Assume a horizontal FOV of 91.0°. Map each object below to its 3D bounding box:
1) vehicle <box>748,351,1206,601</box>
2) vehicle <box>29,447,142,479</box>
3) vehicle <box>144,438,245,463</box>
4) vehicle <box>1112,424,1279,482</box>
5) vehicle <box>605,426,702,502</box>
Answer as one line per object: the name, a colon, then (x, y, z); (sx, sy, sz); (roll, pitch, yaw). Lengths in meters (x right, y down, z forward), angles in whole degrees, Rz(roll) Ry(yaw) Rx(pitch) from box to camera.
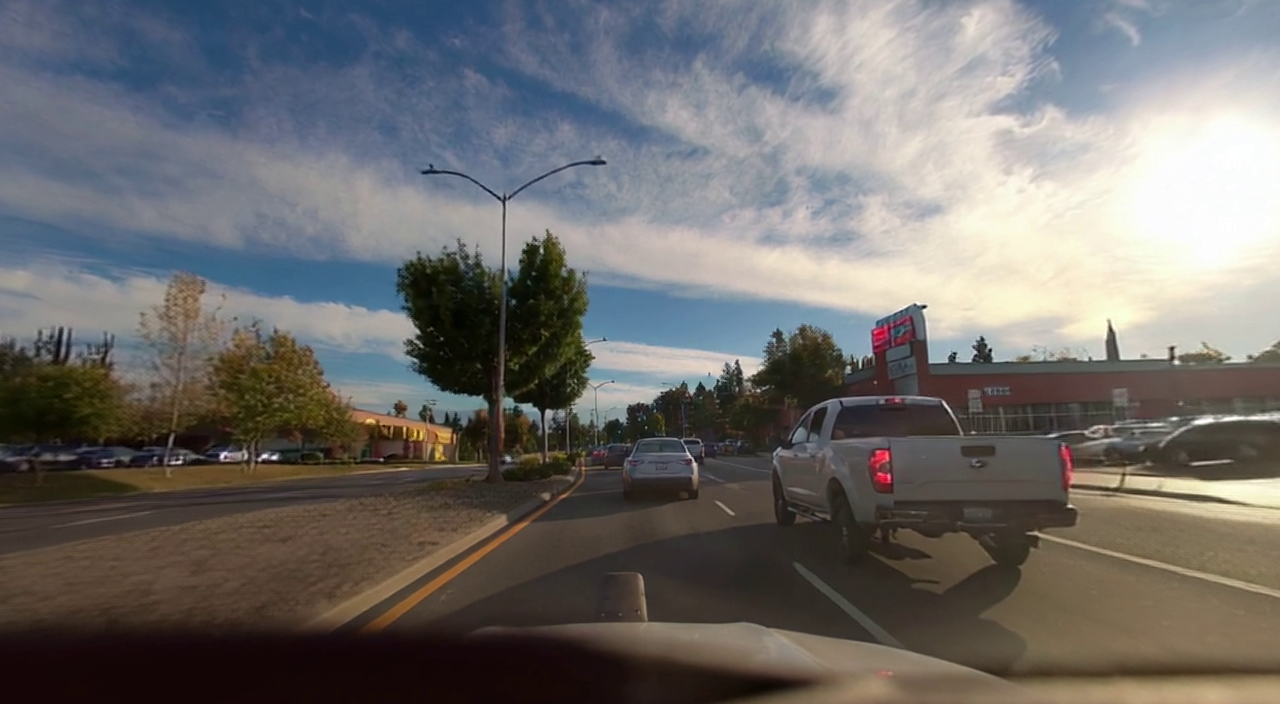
vehicle: (3.367, 1.486, 8.412); (2.731, 2.101, 6.047); (0, -8, 0)
vehicle: (-28.065, 5.620, 31.964); (3.894, 1.527, 1.872); (-1, -10, -1)
vehicle: (-32.520, 7.201, 46.089); (5.603, 1.772, 2.150); (1, -9, -2)
vehicle: (18.224, 3.294, 20.744); (1.974, 1.678, 4.213); (1, -8, -1)
vehicle: (0.298, 2.768, 15.887); (2.145, 1.650, 4.021); (0, -8, 0)
